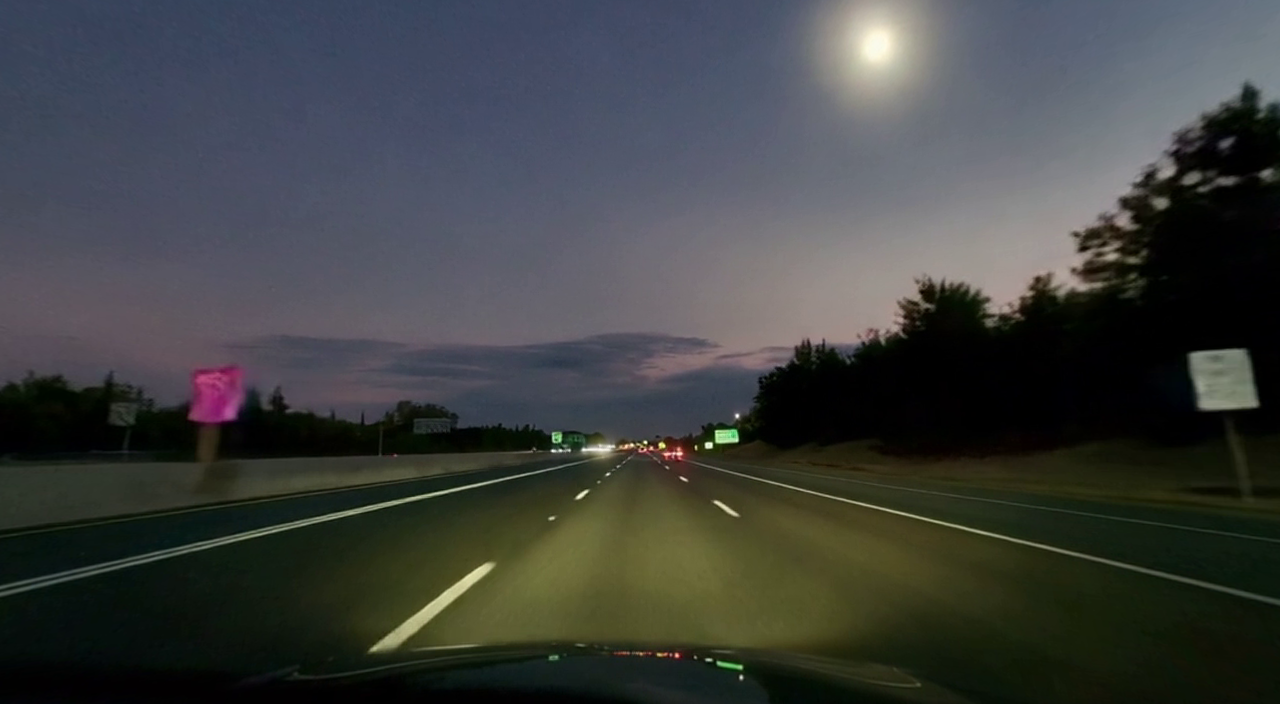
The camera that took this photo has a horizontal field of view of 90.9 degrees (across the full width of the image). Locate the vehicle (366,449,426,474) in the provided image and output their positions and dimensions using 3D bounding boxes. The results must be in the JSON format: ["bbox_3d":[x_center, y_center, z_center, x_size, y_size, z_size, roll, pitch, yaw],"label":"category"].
[{"bbox_3d":[-15.564,6.988,40.480,1.903,1.486,4.666,0,-9,1],"label":"vehicle"}]
